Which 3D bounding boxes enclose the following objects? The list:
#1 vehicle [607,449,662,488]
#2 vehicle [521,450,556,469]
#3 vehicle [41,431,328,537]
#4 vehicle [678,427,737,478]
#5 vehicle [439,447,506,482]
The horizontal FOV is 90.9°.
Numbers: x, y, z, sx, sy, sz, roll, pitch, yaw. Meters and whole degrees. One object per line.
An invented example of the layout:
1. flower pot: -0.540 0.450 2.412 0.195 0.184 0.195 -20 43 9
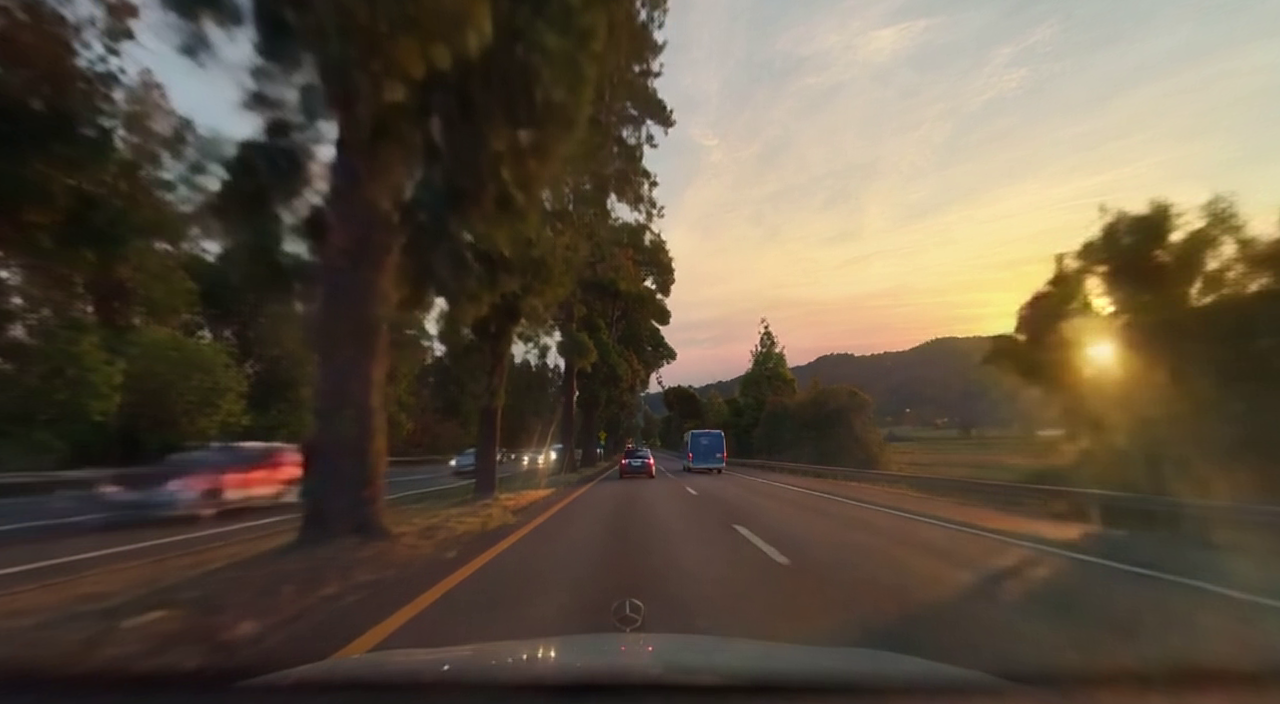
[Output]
1. vehicle: -0.224 4.670 25.514 2.037 1.417 3.885 0 -9 0
2. vehicle: -7.831 8.280 48.824 1.970 1.383 4.178 0 -9 0
3. vehicle: -7.365 2.157 10.853 1.833 1.444 4.120 0 -9 0
4. vehicle: 3.688 5.656 35.617 2.513 2.633 5.930 0 -9 -2
5. vehicle: -7.671 5.166 29.282 1.898 1.464 4.386 0 -9 0
